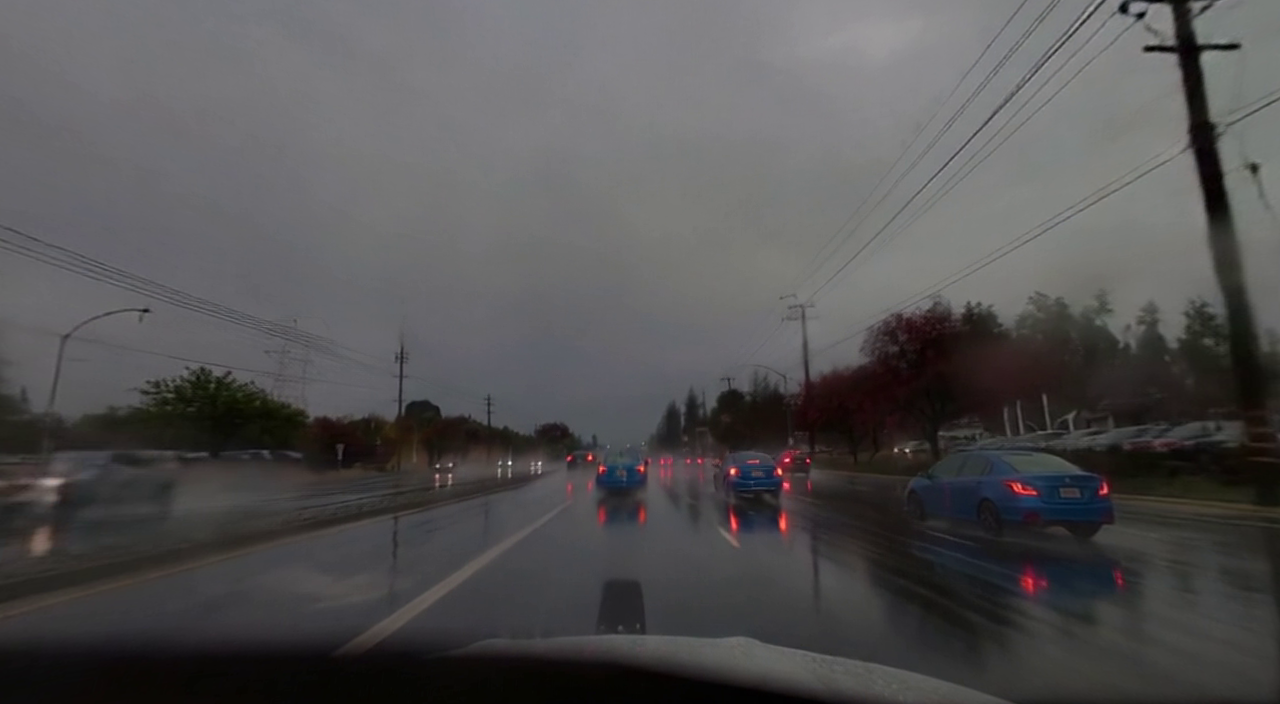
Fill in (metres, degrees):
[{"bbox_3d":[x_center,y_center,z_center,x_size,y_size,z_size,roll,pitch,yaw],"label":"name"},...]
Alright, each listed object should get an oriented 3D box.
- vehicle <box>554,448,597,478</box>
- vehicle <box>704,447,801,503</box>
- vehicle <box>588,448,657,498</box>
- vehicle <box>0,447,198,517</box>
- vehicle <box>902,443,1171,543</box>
[{"bbox_3d":[-3.774,6.601,37.867,2.073,1.606,4.364,0,-8,1],"label":"vehicle"},{"bbox_3d":[3.311,3.715,19.551,2.053,1.490,4.464,0,-8,-2],"label":"vehicle"},{"bbox_3d":[-0.545,3.989,21.276,2.065,1.464,4.216,0,-8,-1],"label":"vehicle"},{"bbox_3d":[-15.769,3.687,18.637,2.035,1.762,4.753,0,-8,-1],"label":"vehicle"},{"bbox_3d":[6.818,2.424,11.620,2.004,1.455,4.417,0,-8,-1],"label":"vehicle"}]
